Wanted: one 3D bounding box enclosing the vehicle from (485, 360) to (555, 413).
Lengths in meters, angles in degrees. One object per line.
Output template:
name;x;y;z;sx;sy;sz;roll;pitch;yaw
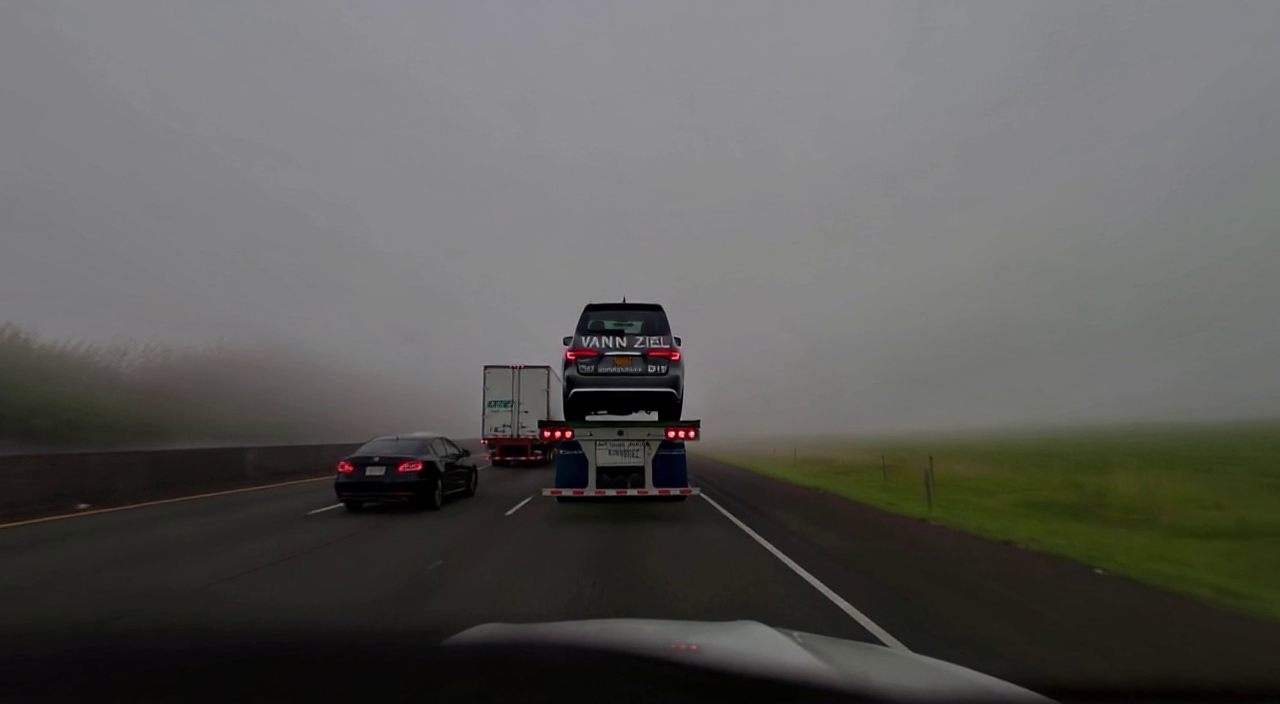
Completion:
vehicle;-4.715;1.484;25.398;2.118;1.799;4.591;0;-7;-3

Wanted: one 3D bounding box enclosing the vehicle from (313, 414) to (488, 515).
vehicle;-4.539;2.180;12.780;1.914;1.675;4.331;0;-7;-1

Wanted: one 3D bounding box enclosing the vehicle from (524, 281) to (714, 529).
vehicle;-0.466;1.334;13.868;2.738;3.628;9.223;0;-7;-2
